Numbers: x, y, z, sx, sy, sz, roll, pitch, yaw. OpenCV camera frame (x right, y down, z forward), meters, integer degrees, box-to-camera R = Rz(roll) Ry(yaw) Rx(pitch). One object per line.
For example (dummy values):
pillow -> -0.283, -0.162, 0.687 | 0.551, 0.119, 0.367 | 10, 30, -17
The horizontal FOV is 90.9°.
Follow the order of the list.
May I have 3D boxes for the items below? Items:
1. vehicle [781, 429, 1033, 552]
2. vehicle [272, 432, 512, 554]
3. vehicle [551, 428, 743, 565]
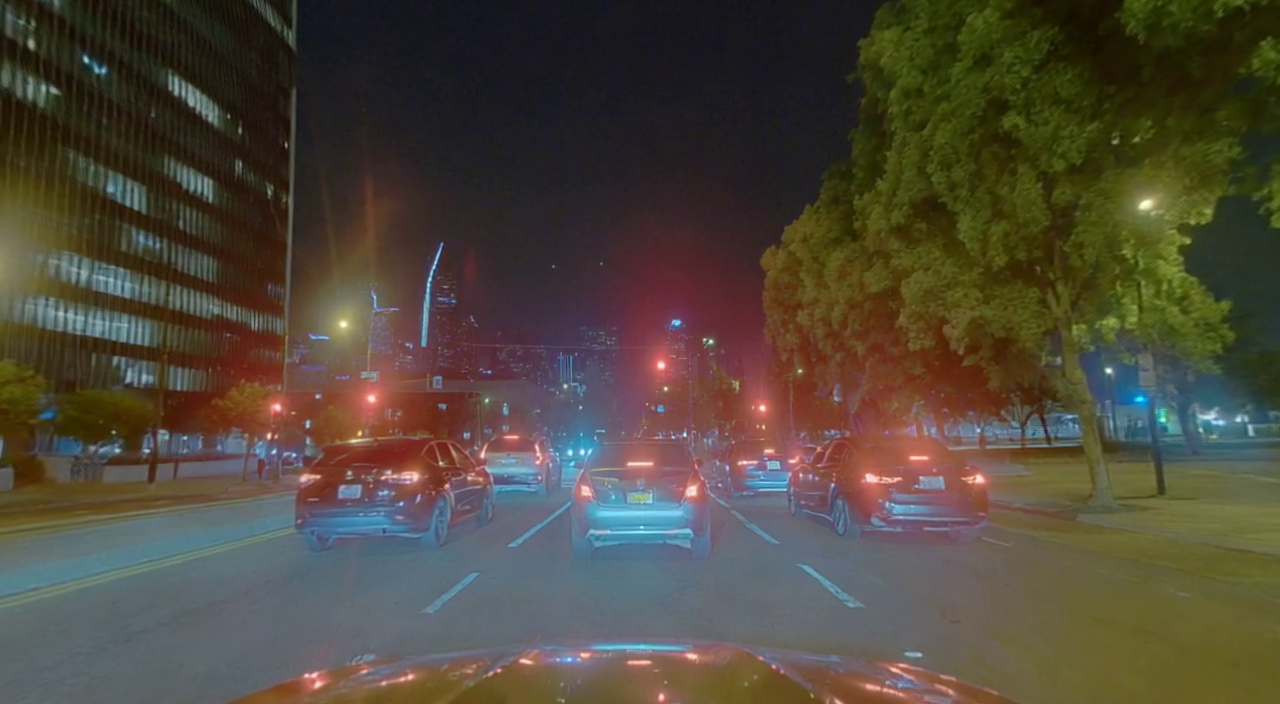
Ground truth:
vehicle -> 3.782, 2.027, 10.010 | 1.990, 1.486, 4.431 | 0, -8, -1
vehicle -> -3.458, 2.034, 9.817 | 2.002, 1.465, 4.098 | 0, -8, 1
vehicle -> 0.053, 1.878, 8.934 | 2.101, 1.480, 3.929 | 0, -8, -1
